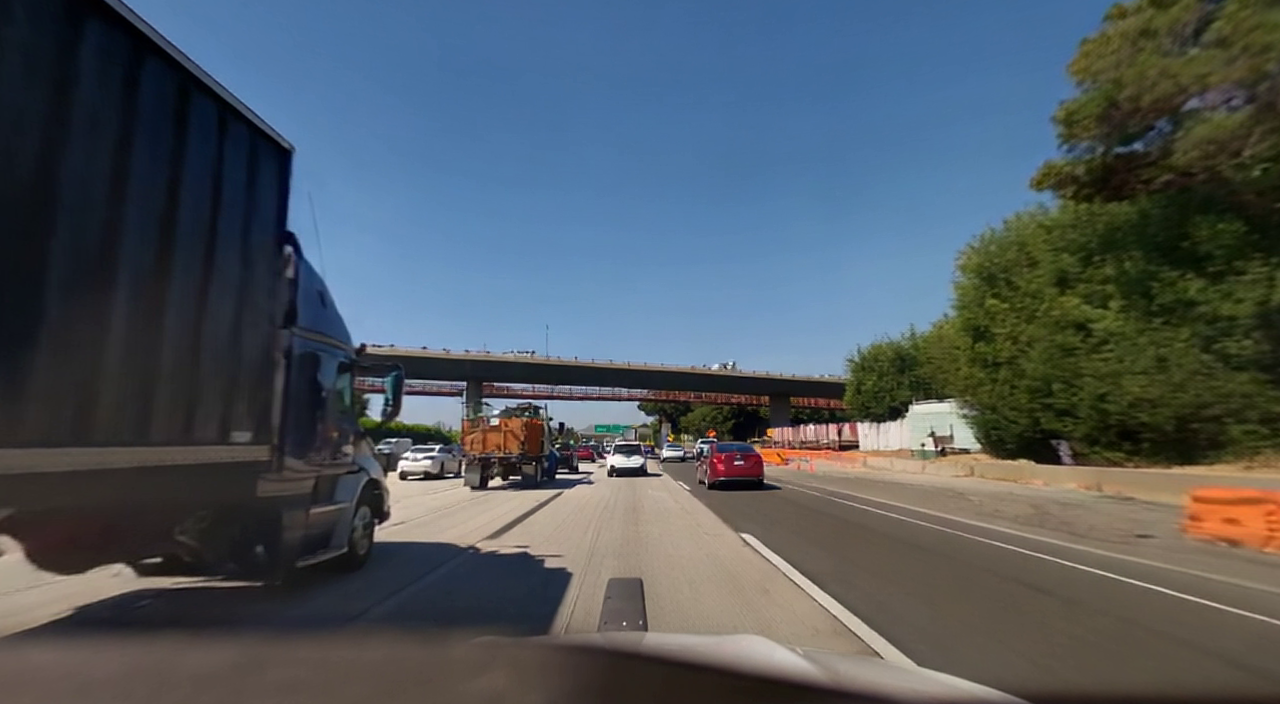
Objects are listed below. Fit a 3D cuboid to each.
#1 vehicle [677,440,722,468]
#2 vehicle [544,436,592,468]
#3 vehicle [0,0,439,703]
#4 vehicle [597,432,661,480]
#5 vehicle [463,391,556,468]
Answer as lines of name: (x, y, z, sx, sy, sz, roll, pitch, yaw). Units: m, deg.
vehicle: (3.217, 5.575, 34.708, 2.003, 1.465, 4.092, 0, -8, -1)
vehicle: (-4.009, 5.645, 35.765, 2.124, 1.639, 4.344, 0, -8, 1)
vehicle: (-3.780, -0.082, 1.294, 3.075, 3.276, 11.073, 0, -8, 0)
vehicle: (-0.400, 3.977, 24.391, 2.270, 1.696, 4.061, 0, -8, 0)
vehicle: (-7.364, 4.688, 37.469, 2.959, 3.886, 10.574, -1, -8, 2)
